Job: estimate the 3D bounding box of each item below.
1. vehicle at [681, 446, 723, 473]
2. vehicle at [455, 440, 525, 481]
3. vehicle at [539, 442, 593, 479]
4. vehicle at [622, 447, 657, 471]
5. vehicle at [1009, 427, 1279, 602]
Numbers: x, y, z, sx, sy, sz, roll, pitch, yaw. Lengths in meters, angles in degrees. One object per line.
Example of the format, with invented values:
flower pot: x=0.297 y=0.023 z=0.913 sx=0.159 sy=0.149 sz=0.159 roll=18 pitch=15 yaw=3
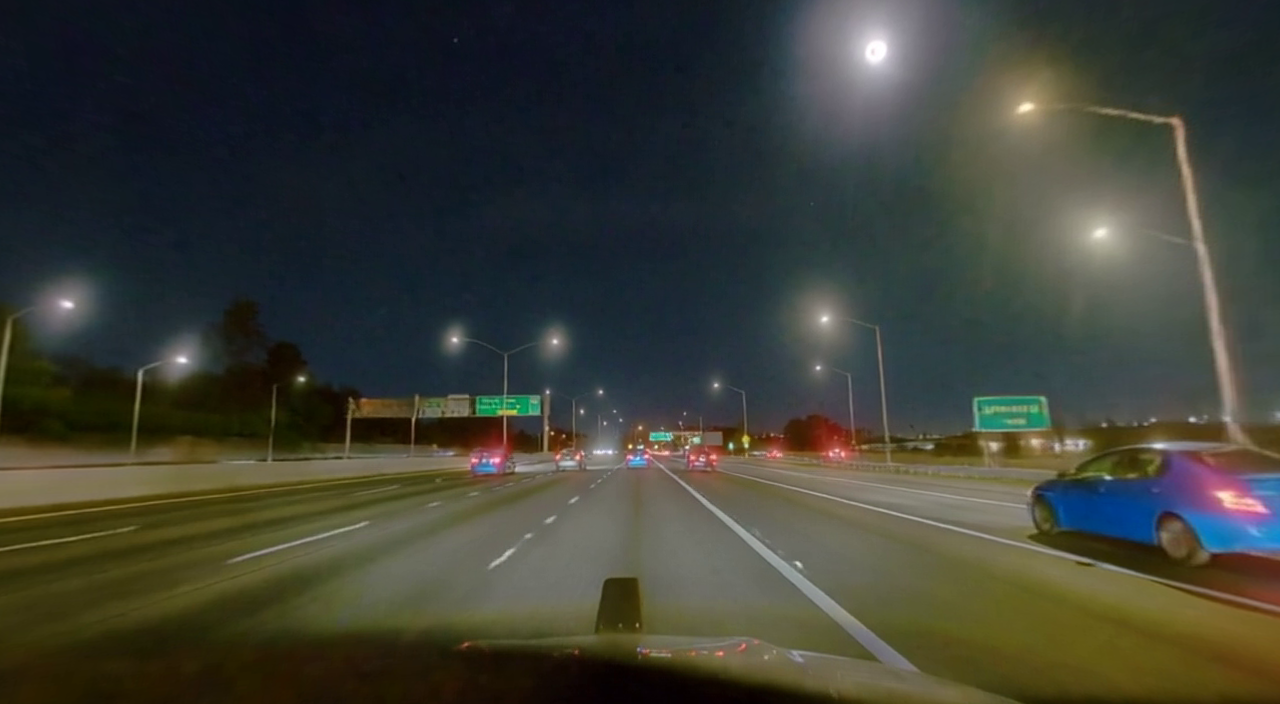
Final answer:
vehicle: x=3.719 y=6.593 z=38.810 sx=2.077 sy=1.527 sz=4.553 roll=0 pitch=-8 yaw=-1
vehicle: x=-6.839 y=4.965 z=29.200 sx=2.112 sy=1.721 sz=4.381 roll=0 pitch=-8 yaw=0
vehicle: x=-3.573 y=5.315 z=31.163 sx=2.091 sy=1.664 sz=4.157 roll=0 pitch=-8 yaw=1
vehicle: x=-0.036 y=7.108 z=42.118 sx=2.166 sy=1.496 sz=4.158 roll=0 pitch=-8 yaw=0
vehicle: x=6.870 y=1.784 z=7.709 sx=1.981 sy=1.587 sz=4.519 roll=0 pitch=-8 yaw=0
